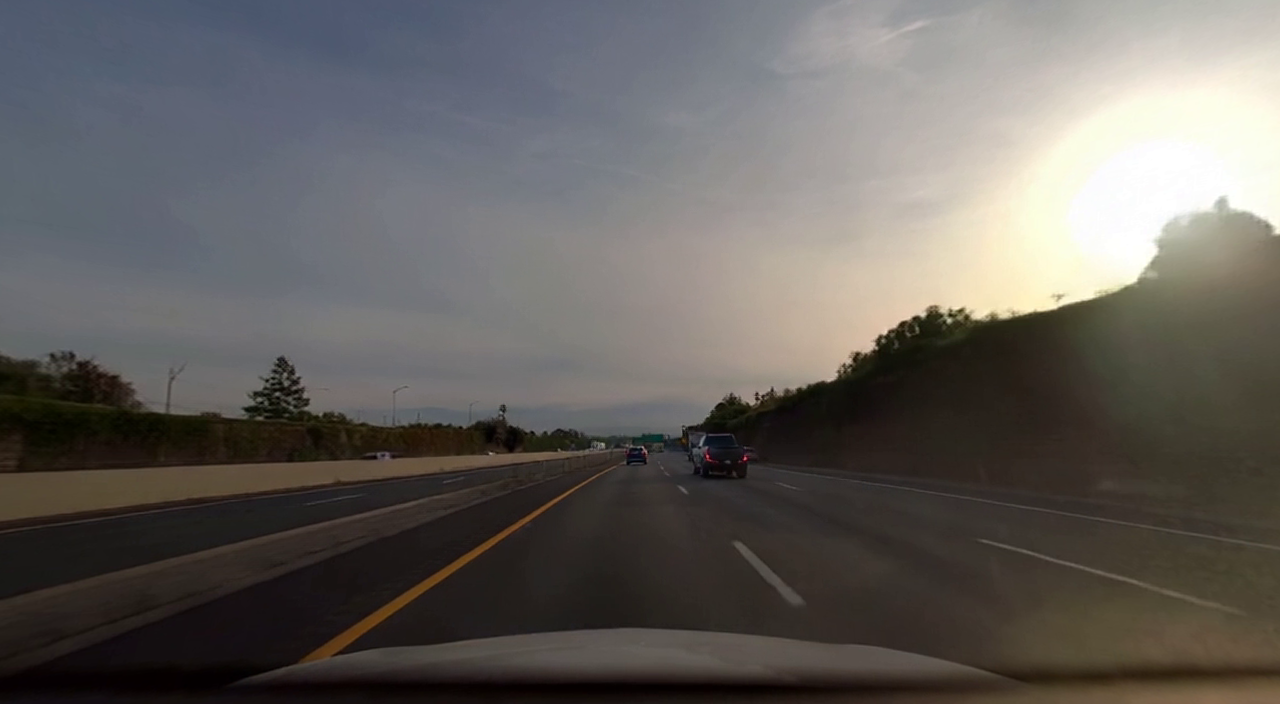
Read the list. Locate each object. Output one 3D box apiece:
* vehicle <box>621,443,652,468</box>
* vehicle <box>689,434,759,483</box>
[{"bbox_3d":[-0.227,7.390,44.943,2.142,1.664,4.076,0,-9,0],"label":"vehicle"},{"bbox_3d":[3.391,4.428,26.469,2.269,1.839,4.554,0,-9,-1],"label":"vehicle"}]
